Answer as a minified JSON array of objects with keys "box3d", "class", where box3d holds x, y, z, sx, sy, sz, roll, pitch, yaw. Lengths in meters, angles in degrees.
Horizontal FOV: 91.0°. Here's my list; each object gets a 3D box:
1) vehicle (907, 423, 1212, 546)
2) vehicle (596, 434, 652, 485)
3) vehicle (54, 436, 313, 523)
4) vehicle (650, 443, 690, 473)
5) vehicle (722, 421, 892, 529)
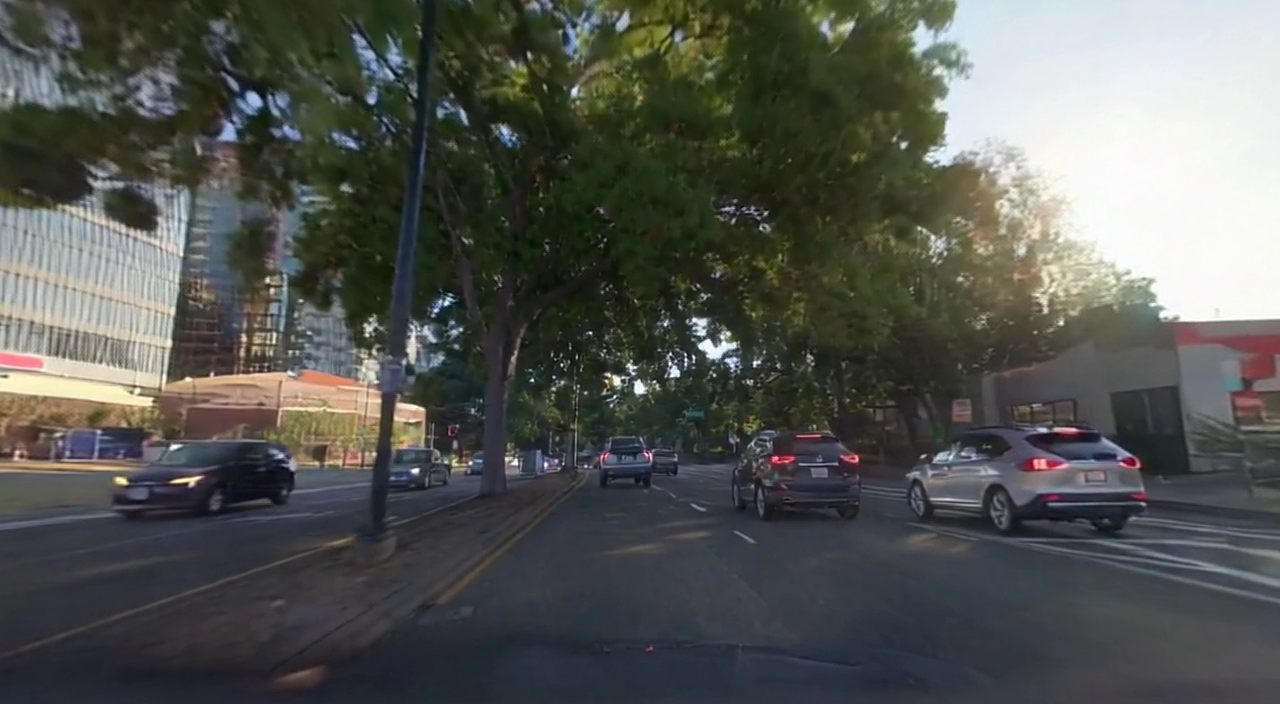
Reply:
[{"box3d":[6.676,2.125,10.829,2.047,1.653,4.423,0,-8,-2],"class":"vehicle"},{"box3d":[-0.675,4.194,24.878,2.051,1.798,4.168,0,-8,-3],"class":"vehicle"},{"box3d":[-8.812,2.464,12.815,1.872,1.439,4.507,0,-8,0],"class":"vehicle"},{"box3d":[1.631,5.995,35.916,1.800,1.592,3.658,1,-8,-5],"class":"vehicle"},{"box3d":[3.027,2.334,12.489,2.000,1.745,4.206,0,-8,-3],"class":"vehicle"}]
